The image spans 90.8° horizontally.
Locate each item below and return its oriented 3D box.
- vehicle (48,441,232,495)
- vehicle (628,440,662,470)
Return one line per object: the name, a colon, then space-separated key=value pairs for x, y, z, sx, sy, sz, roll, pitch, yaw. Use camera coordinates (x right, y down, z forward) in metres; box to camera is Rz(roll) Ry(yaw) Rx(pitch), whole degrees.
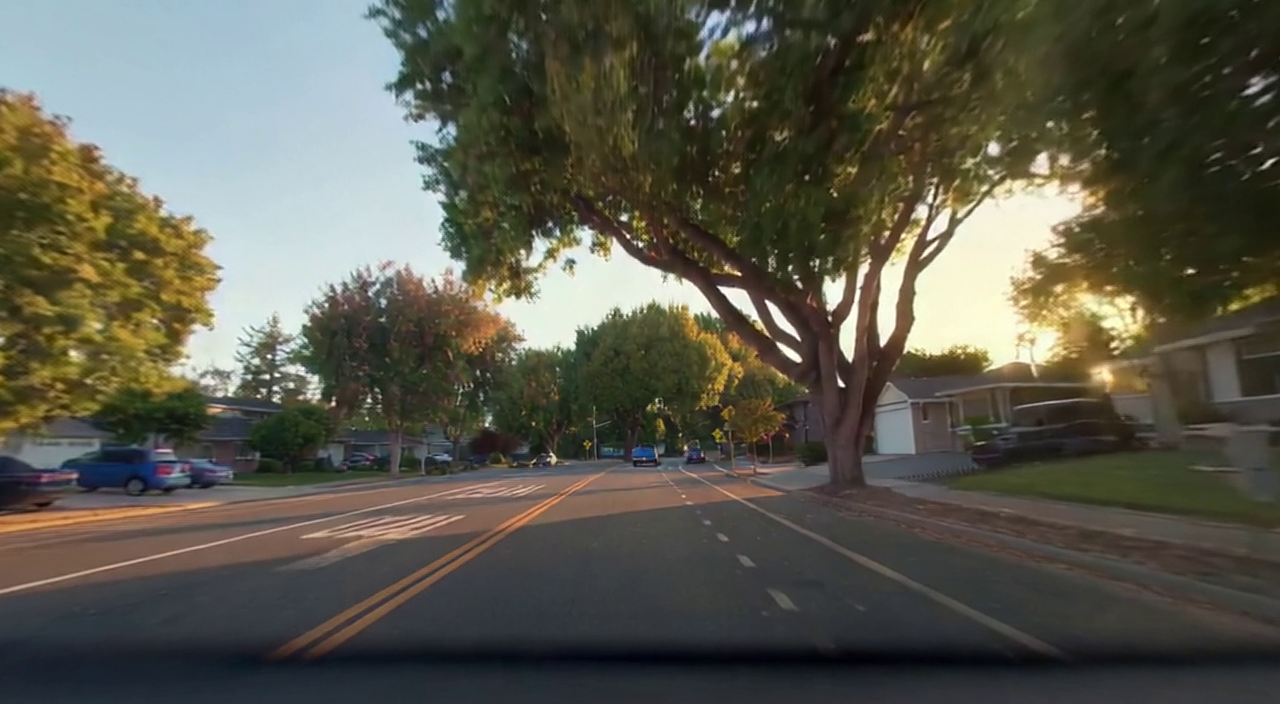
vehicle: x=-19.233 y=4.468 z=24.524 sx=5.209 sy=1.967 sz=2.153 roll=0 pitch=-9 yaw=-1
vehicle: x=0.429 y=7.251 z=44.562 sx=2.153 sy=1.942 sz=4.767 roll=0 pitch=-9 yaw=3
